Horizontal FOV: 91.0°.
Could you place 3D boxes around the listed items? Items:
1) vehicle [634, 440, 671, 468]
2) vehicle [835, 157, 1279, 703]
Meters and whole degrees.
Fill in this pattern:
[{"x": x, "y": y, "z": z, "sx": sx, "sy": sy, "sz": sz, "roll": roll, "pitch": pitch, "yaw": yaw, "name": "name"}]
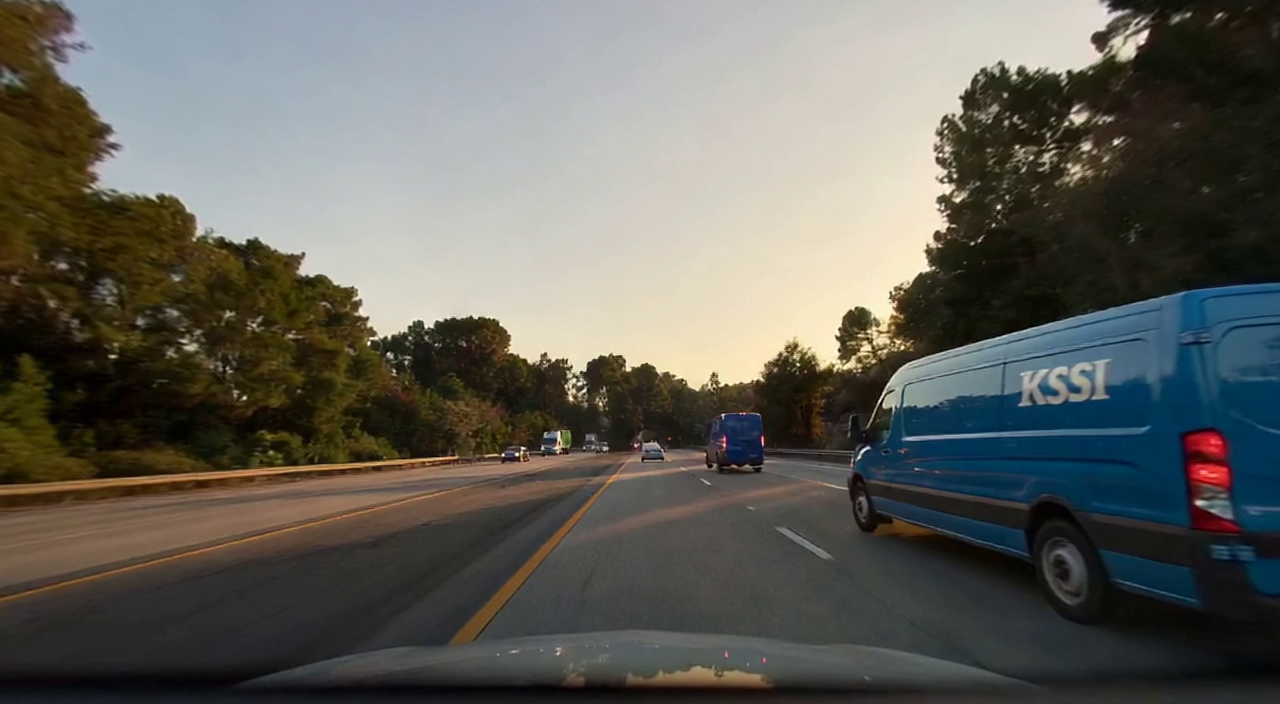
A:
[{"x": 0.777, "y": 6.182, "z": 38.377, "sx": 2.121, "sy": 1.590, "sz": 4.434, "roll": 0, "pitch": -8, "yaw": 1, "name": "vehicle"}, {"x": 4.209, "y": 0.901, "z": 6.084, "sx": 2.393, "sy": 2.679, "sz": 7.059, "roll": 0, "pitch": -8, "yaw": 0, "name": "vehicle"}]
